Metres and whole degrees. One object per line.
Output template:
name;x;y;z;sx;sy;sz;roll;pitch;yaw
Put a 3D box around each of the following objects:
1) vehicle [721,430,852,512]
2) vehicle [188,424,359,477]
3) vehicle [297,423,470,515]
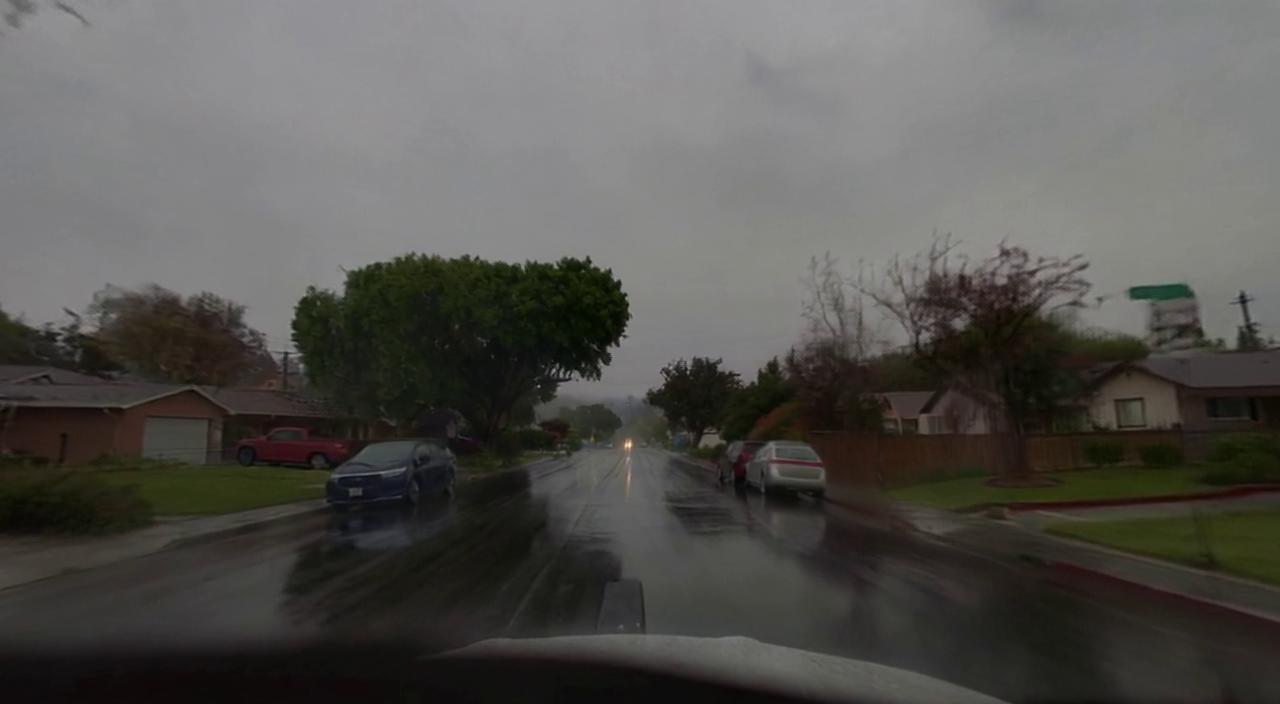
vehicle;3.453;2.908;15.898;2.033;1.730;4.554;0;-9;-2
vehicle;-13.568;3.673;23.639;5.024;1.903;2.102;0;-9;1
vehicle;-6.363;2.996;16.664;2.322;1.949;5.695;-1;-9;-2
